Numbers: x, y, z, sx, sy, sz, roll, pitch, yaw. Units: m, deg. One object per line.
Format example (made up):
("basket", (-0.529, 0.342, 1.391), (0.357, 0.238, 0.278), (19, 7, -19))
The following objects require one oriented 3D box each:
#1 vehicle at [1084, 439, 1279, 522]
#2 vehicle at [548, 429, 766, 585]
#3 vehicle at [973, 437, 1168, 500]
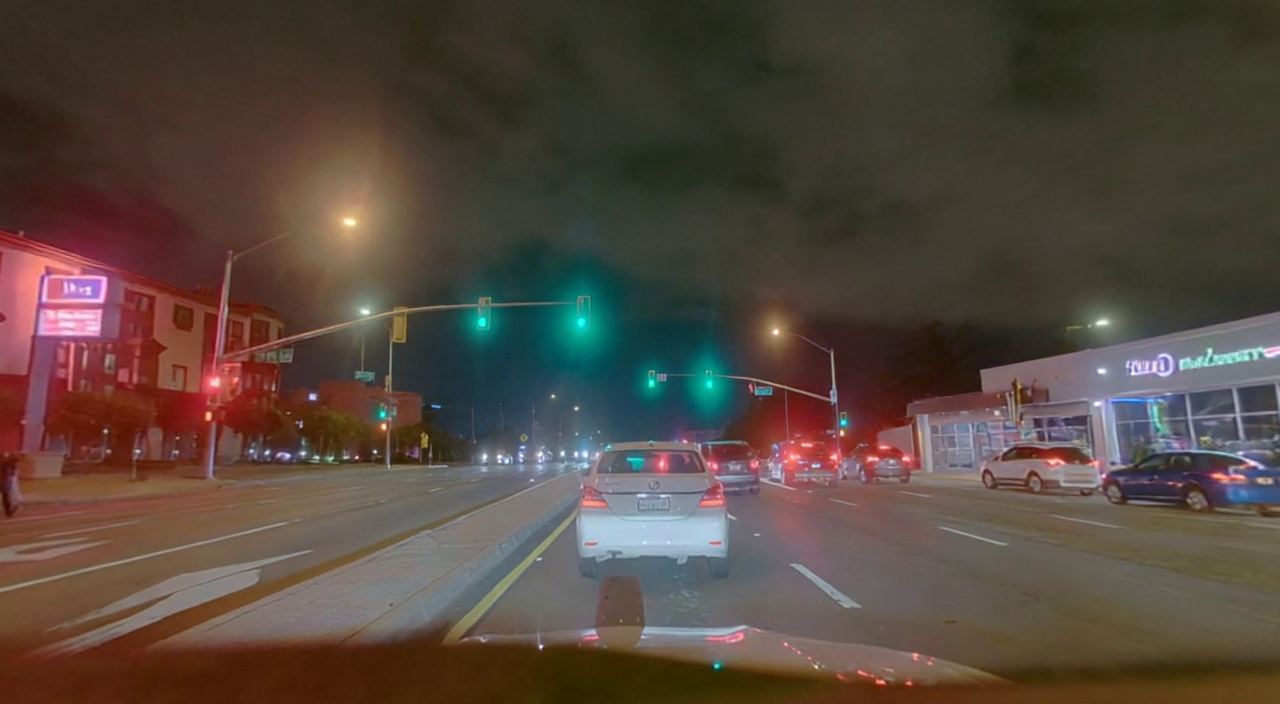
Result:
("vehicle", (14.178, 3.109, 15.916), (2.235, 1.721, 5.230), (0, -9, 1))
("vehicle", (0.134, 1.807, 8.204), (2.067, 1.471, 4.241), (0, -9, -1))
("vehicle", (14.067, 3.831, 21.315), (2.309, 1.819, 5.793), (0, -9, -3))
